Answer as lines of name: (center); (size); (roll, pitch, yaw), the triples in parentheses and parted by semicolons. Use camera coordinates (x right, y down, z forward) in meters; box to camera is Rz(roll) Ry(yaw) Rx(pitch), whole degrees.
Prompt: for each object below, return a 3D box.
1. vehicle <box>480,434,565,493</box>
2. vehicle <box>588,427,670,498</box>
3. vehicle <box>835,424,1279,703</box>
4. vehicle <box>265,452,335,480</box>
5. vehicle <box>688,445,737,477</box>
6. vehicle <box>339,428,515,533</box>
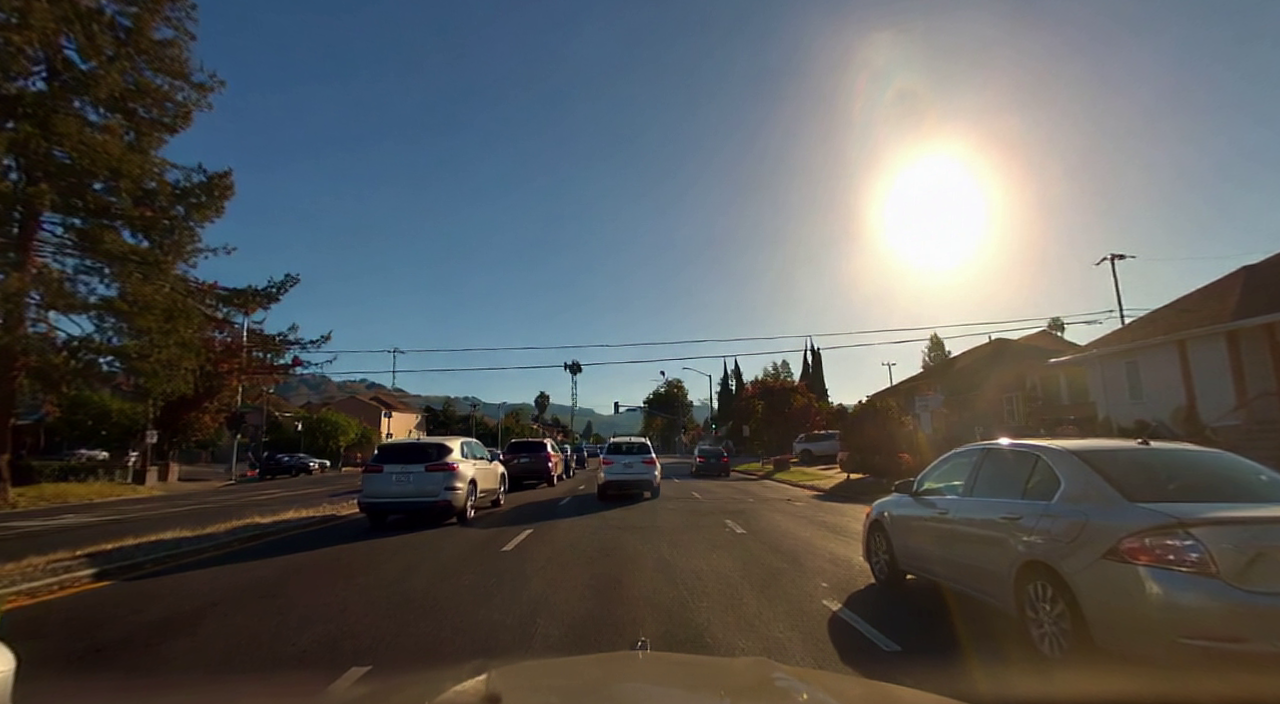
vehicle: (-3.661, 3.539, 20.395); (1.932, 1.695, 4.150); (0, -8, 0)
vehicle: (-0.293, 3.245, 18.963); (2.164, 1.867, 4.254); (0, -8, 0)
vehicle: (3.486, 1.458, 5.612); (1.977, 1.480, 4.589); (0, -8, -1)
vehicle: (-22.316, 7.474, 41.676); (2.060, 1.643, 4.623); (0, -8, 0)
vehicle: (3.525, 5.379, 31.453); (1.880, 1.476, 3.932); (0, -8, -1)
vehicle: (-3.713, 2.296, 11.925); (1.864, 1.576, 4.324); (0, -8, -1)
